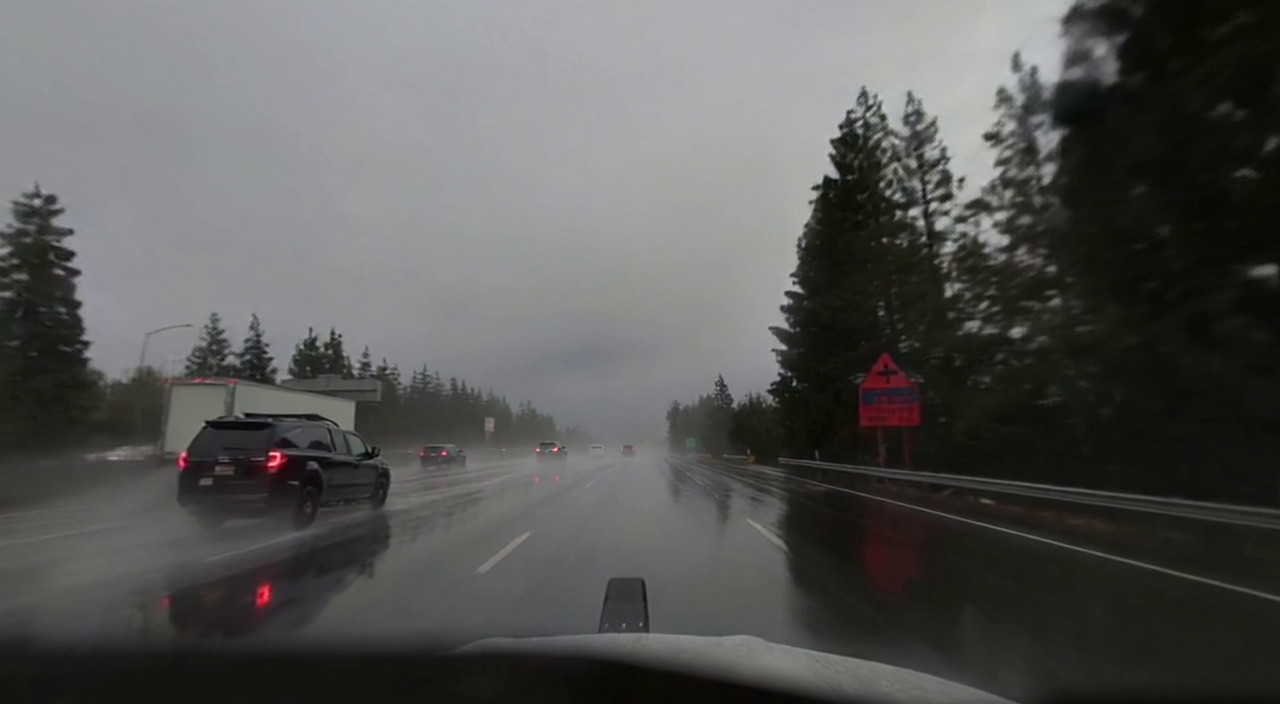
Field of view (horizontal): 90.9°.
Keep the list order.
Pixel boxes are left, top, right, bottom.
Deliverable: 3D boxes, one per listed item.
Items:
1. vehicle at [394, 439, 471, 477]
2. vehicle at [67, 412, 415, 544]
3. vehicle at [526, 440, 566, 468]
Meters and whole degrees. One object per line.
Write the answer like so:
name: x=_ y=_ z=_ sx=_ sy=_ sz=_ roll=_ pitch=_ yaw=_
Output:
vehicle: x=-9.813 y=5.035 z=30.231 sx=2.060 sy=1.662 sz=4.469 roll=0 pitch=-8 yaw=1
vehicle: x=-6.565 y=2.160 z=11.773 sx=2.403 sy=1.773 sz=6.276 roll=0 pitch=-8 yaw=0
vehicle: x=-6.254 y=6.814 z=42.455 sx=2.009 sy=1.735 sz=4.358 roll=0 pitch=-8 yaw=0
